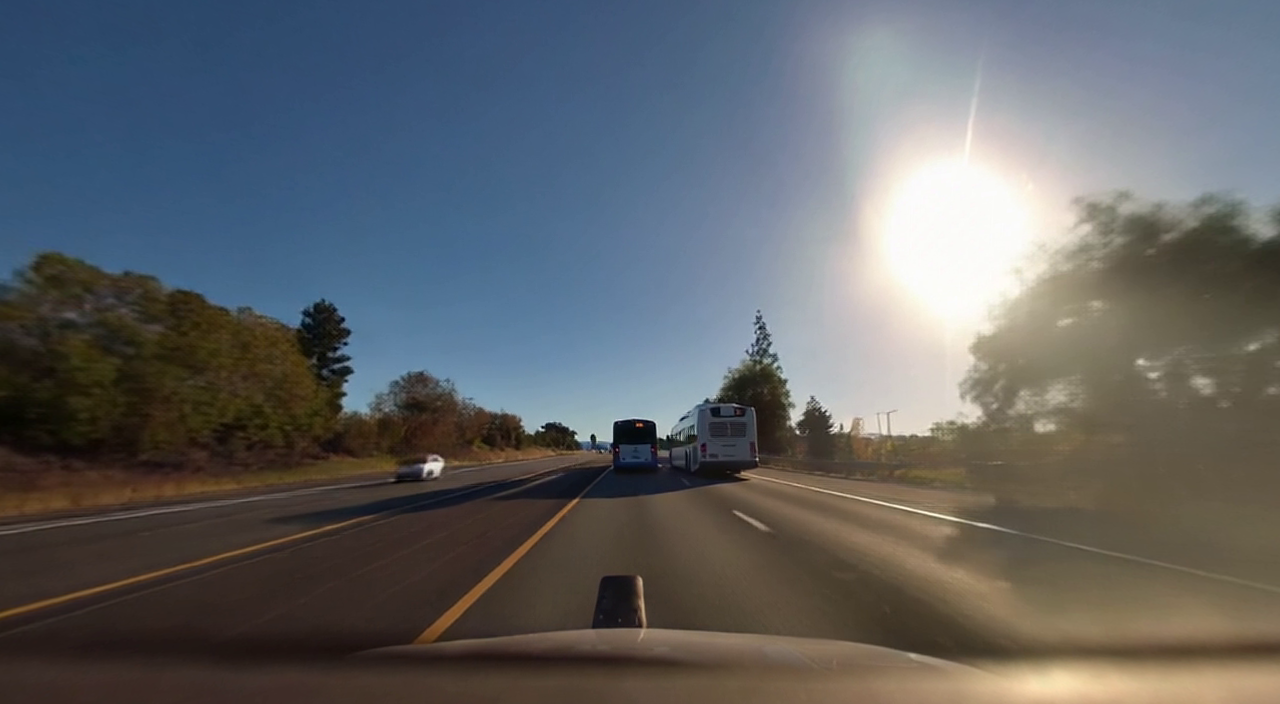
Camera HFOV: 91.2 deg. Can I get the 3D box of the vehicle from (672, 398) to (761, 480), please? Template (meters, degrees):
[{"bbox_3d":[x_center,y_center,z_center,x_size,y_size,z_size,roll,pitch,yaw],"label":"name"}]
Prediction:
[{"bbox_3d":[3.805,4.953,35.059,3.074,3.668,12.805,-1,-9,-1],"label":"vehicle"}]

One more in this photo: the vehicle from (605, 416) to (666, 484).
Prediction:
[{"bbox_3d":[-0.211,4.383,28.041,2.414,2.675,5.574,-1,-9,-1],"label":"vehicle"}]

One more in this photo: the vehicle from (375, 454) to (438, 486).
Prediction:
[{"bbox_3d":[-12.606,6.380,34.072,1.889,1.534,4.023,-1,-9,0],"label":"vehicle"}]
